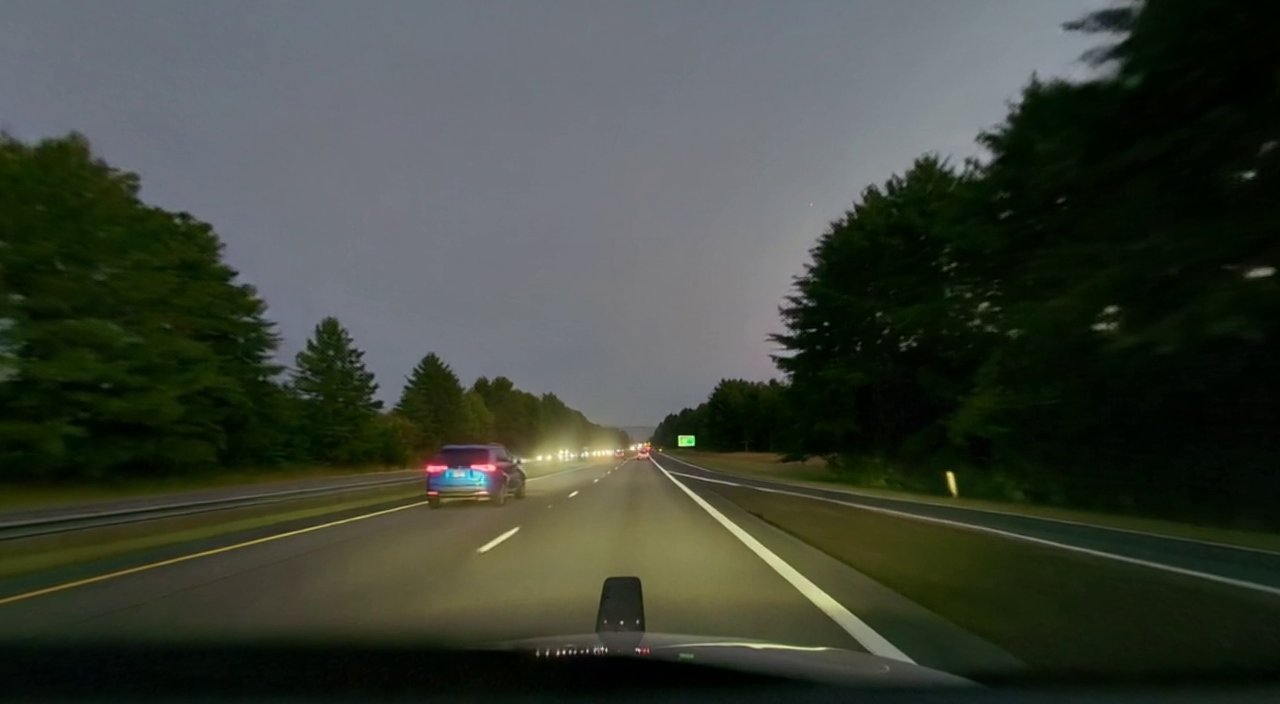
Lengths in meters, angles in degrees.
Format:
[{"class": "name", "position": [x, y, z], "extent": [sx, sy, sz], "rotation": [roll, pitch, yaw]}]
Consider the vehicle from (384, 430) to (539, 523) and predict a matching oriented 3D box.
[{"class": "vehicle", "position": [-3.760, 2.717, 14.321], "extent": [2.110, 1.727, 4.607], "rotation": [0, -9, 1]}]
